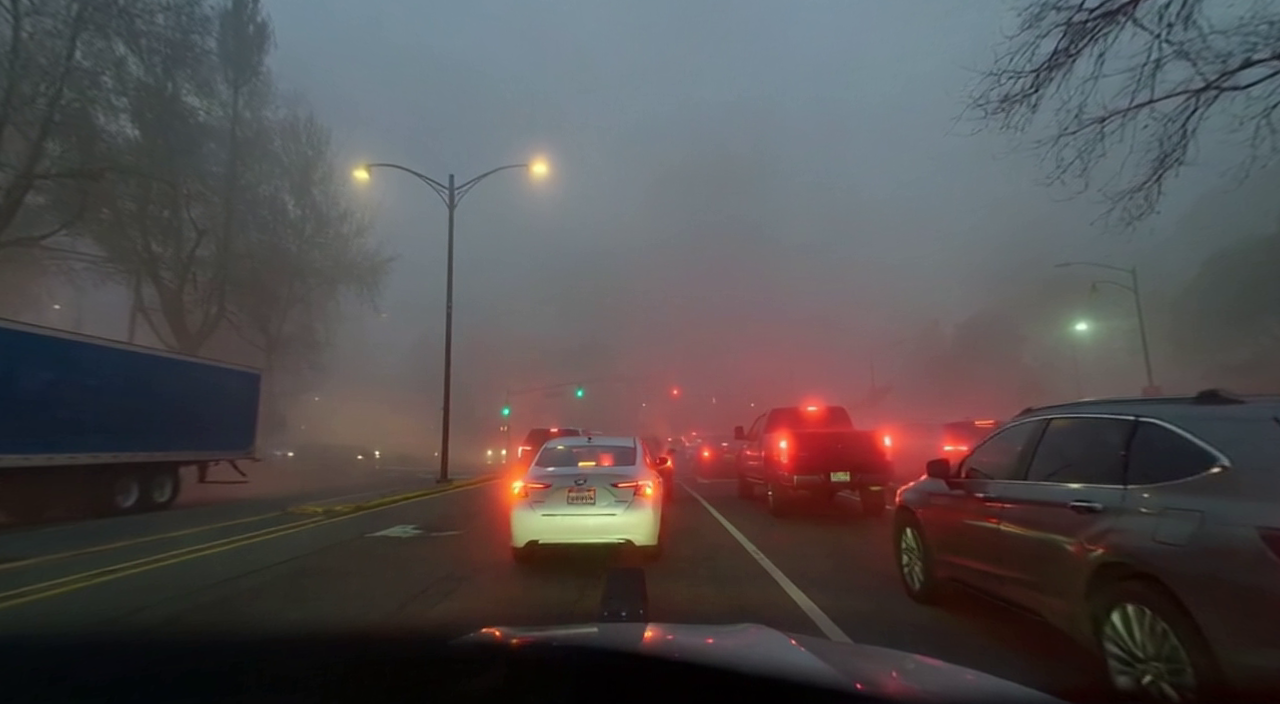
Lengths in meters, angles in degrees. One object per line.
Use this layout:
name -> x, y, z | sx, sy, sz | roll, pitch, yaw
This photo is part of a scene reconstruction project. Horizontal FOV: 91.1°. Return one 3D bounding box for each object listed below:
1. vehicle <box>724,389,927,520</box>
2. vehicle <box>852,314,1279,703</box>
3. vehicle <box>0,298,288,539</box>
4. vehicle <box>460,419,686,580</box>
vehicle -> 3.508, 2.153, 13.541 | 2.497, 2.186, 5.890 | 0, -9, -1
vehicle -> 3.180, 1.020, 3.967 | 2.024, 1.723, 4.714 | 0, -9, 0
vehicle -> -13.290, 1.259, 11.702 | 3.246, 4.347, 17.394 | 0, -9, 1
vehicle -> -0.628, 1.739, 8.236 | 2.172, 1.536, 4.250 | 0, -9, 1
